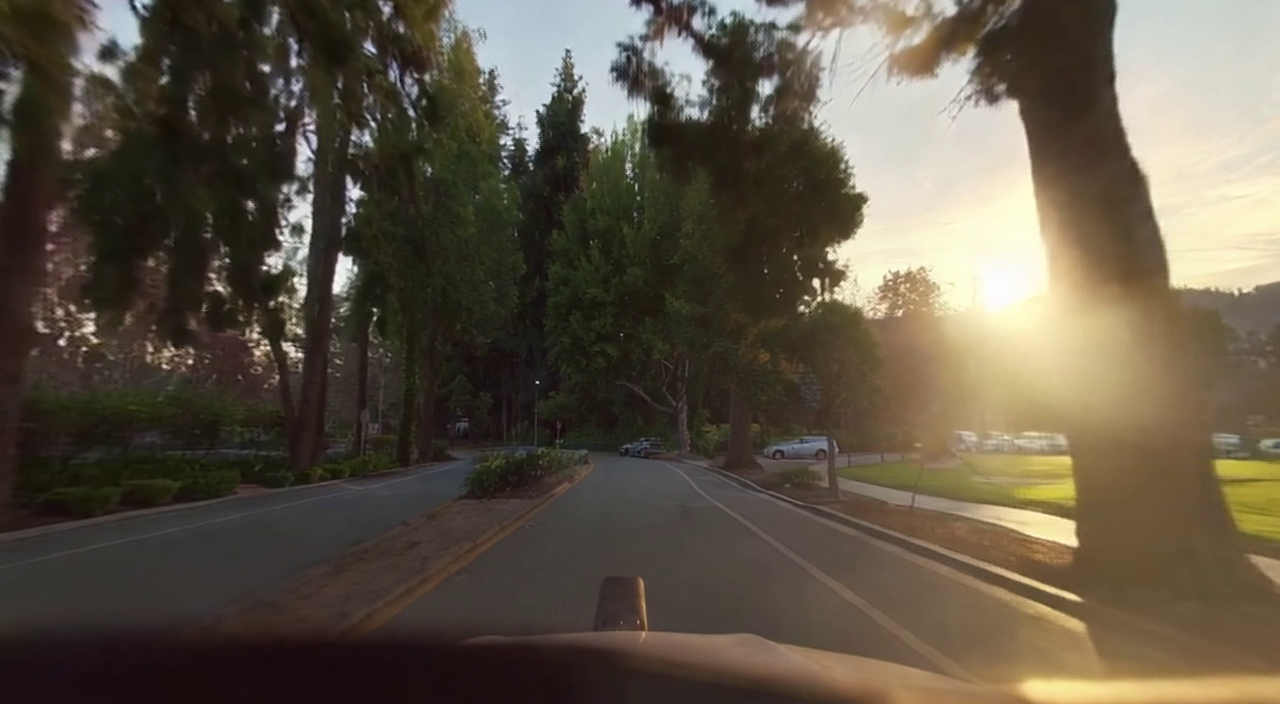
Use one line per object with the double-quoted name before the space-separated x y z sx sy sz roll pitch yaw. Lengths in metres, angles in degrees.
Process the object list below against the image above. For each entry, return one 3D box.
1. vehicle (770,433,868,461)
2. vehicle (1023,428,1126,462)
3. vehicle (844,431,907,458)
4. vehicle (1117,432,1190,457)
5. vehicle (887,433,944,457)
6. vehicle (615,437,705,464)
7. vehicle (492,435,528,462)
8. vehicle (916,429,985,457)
"vehicle" 10.027 5.358 35.655 4.870 1.507 2.073 0 -8 0
"vehicle" 21.114 4.542 30.744 3.830 1.429 1.890 4 -10 -10
"vehicle" 15.444 6.097 41.765 2.073 1.642 4.468 0 -8 -6
"vehicle" 36.077 6.497 44.502 1.790 1.665 3.807 1 -8 -4
"vehicle" 17.944 6.080 41.356 1.673 1.436 3.700 1 -8 -8
"vehicle" 1.159 5.867 37.612 4.890 1.478 2.253 -6 -10 32
"vehicle" -9.263 6.916 45.480 2.100 1.771 4.463 0 -8 -6
"vehicle" 20.671 6.111 42.318 2.023 1.736 4.227 1 -8 -8
